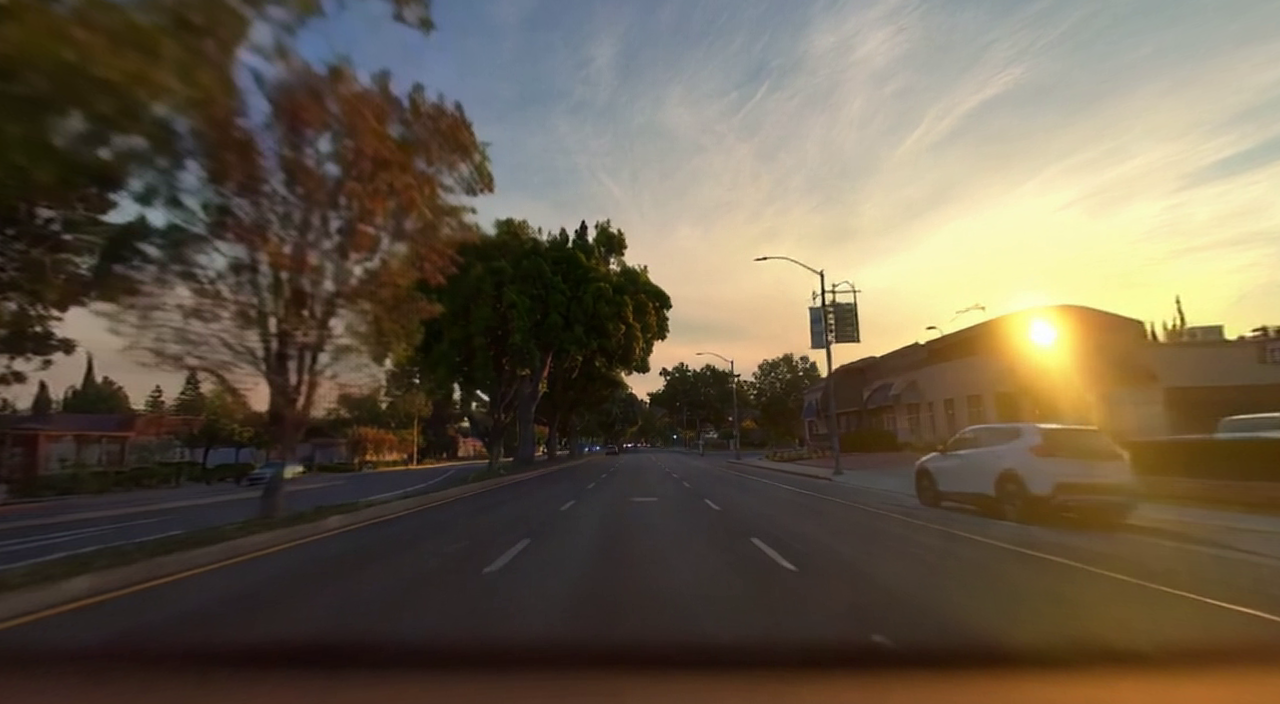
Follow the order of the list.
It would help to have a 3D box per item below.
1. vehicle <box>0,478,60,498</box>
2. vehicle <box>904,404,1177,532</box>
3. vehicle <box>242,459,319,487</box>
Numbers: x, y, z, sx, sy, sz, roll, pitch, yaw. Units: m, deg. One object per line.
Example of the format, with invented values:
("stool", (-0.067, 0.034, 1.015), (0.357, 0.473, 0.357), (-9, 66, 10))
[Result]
("vehicle", (-31.006, 6.847, 31.899), (0.407, 0.823, 3.474), (1, -9, -5))
("vehicle", (7.041, 2.097, 11.935), (1.954, 1.907, 4.736), (0, -9, -1))
("vehicle", (-22.208, 7.441, 39.308), (1.164, 1.469, 6.173), (0, -9, 0))
